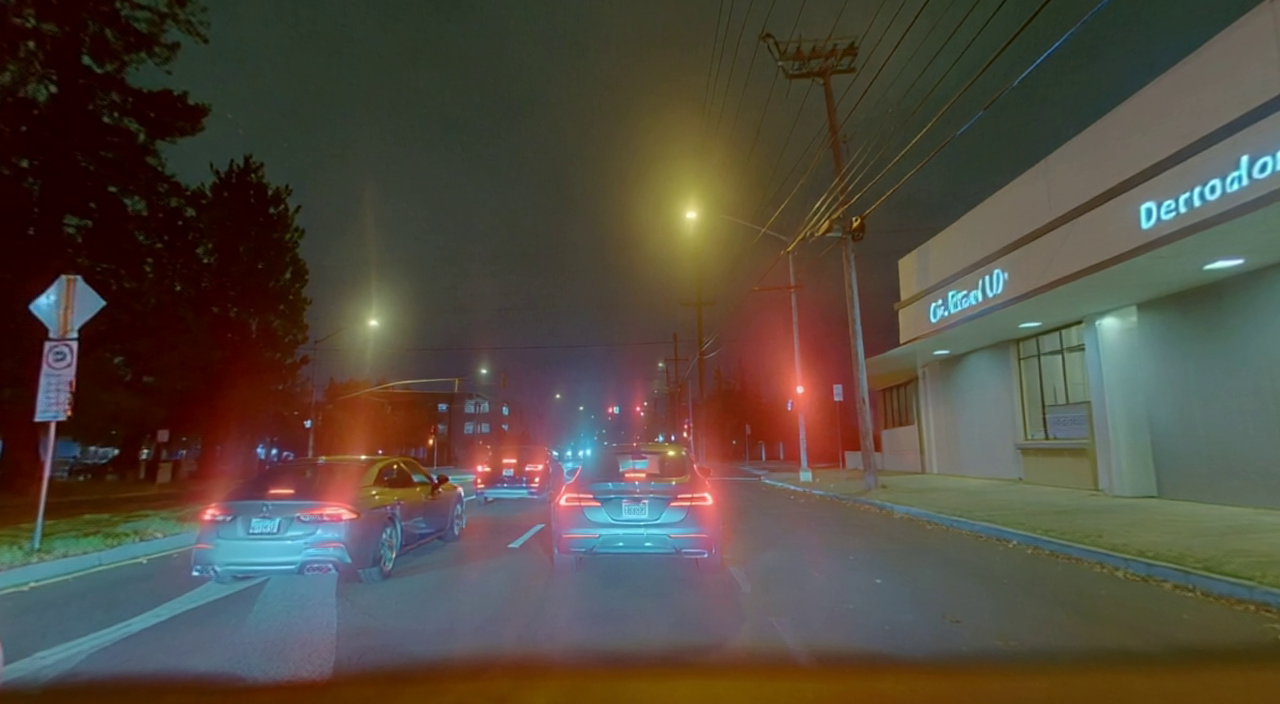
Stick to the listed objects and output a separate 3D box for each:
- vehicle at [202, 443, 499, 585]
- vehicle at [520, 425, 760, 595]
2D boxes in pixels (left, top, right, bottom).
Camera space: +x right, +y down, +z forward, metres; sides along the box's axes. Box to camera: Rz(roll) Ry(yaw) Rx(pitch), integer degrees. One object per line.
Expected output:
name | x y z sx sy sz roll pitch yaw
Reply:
vehicle | -3.215 1.845 8.045 1.765 1.319 4.013 0 -9 2
vehicle | -0.008 1.690 7.576 2.101 1.469 3.955 0 -9 0
